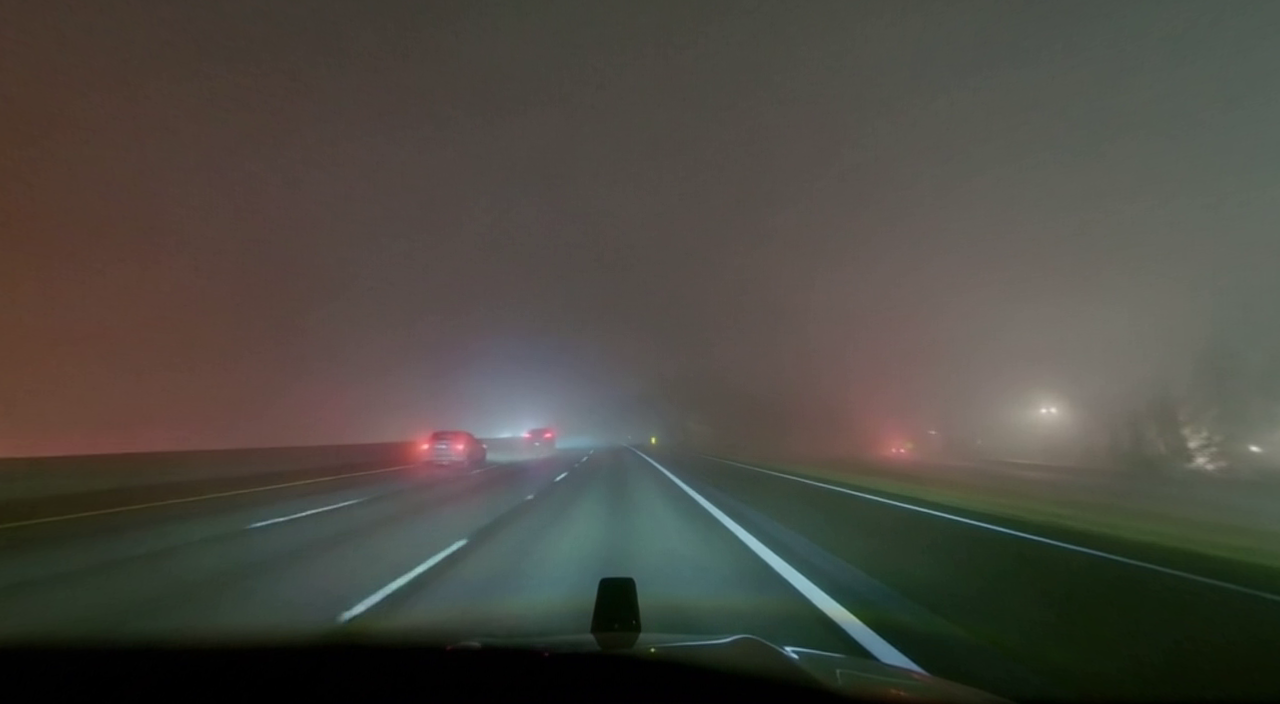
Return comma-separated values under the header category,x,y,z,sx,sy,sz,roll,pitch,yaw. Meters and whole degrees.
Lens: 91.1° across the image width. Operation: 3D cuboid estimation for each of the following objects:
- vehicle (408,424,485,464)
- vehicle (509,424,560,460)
category,x,y,z,sx,sy,sz,roll,pitch,yaw
vehicle,-8.725,4.209,28.813,2.148,1.635,4.670,1,-8,-1
vehicle,-5.374,4.612,32.521,2.007,1.727,4.040,0,-8,-1
